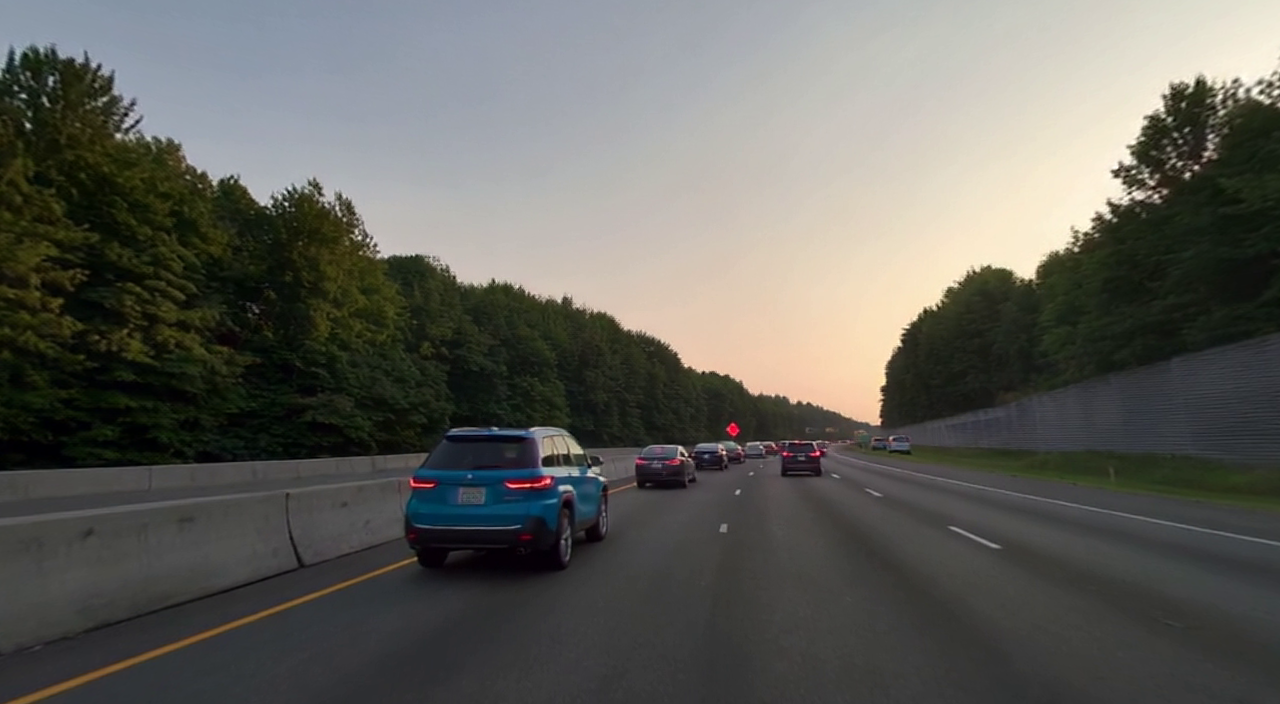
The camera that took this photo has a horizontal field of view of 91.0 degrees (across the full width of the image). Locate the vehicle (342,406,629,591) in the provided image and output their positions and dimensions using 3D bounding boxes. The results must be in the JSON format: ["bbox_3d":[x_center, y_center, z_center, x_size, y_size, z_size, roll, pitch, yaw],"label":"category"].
[{"bbox_3d":[-1.477,1.621,7.853,2.021,1.635,4.085,-1,-8,9],"label":"vehicle"}]

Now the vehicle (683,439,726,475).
[{"bbox_3d":[2.873,4.572,27.717,1.755,1.457,3.686,-1,-8,7],"label":"vehicle"}]

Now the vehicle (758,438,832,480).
[{"bbox_3d":[5.802,4.037,24.158,1.962,1.442,4.536,-1,-8,4],"label":"vehicle"}]

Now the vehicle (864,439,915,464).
[{"bbox_3d":[15.894,6.317,40.268,1.990,1.478,4.475,-1,-8,8],"label":"vehicle"}]

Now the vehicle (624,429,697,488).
[{"bbox_3d":[0.737,3.336,19.974,2.017,1.662,3.543,-1,-8,7],"label":"vehicle"}]
